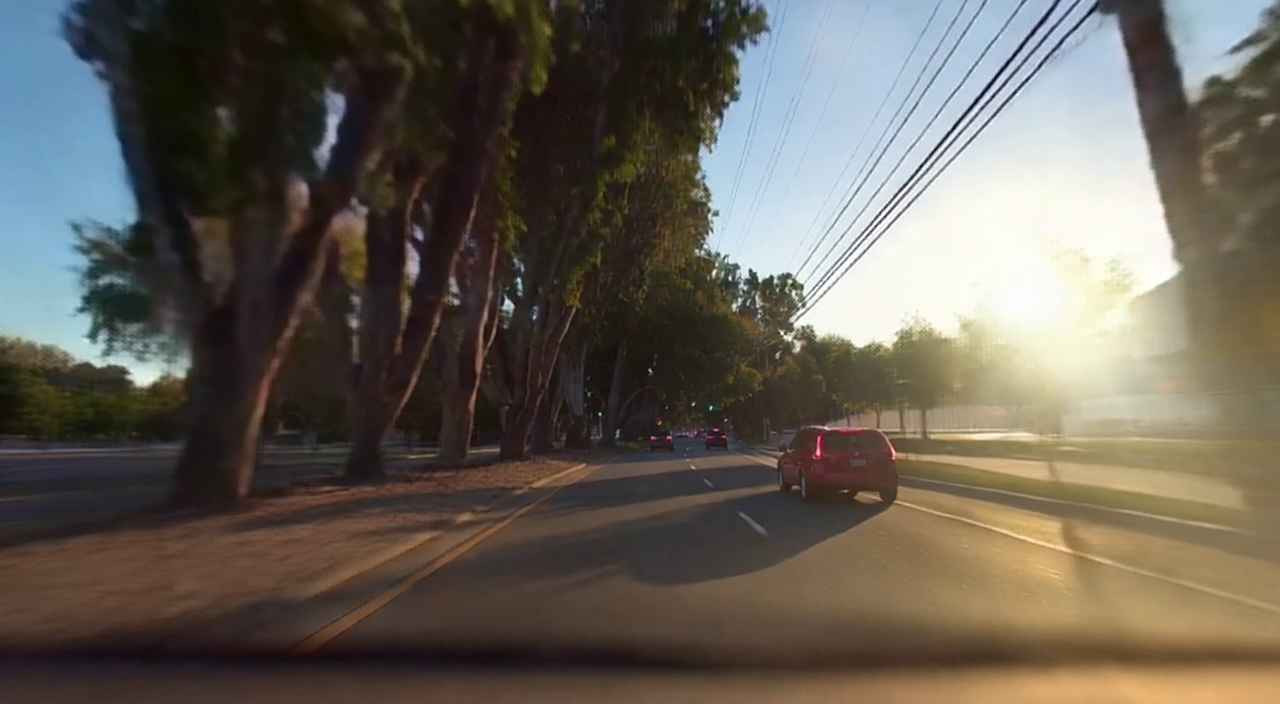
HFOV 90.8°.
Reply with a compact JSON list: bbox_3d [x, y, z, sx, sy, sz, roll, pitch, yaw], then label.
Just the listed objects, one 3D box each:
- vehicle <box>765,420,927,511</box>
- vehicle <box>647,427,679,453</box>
[{"bbox_3d":[3.951,2.232,12.983,1.881,1.512,4.294,-1,-8,1],"label":"vehicle"},{"bbox_3d":[1.730,6.426,46.175,2.163,1.746,4.073,-1,-8,4],"label":"vehicle"}]
